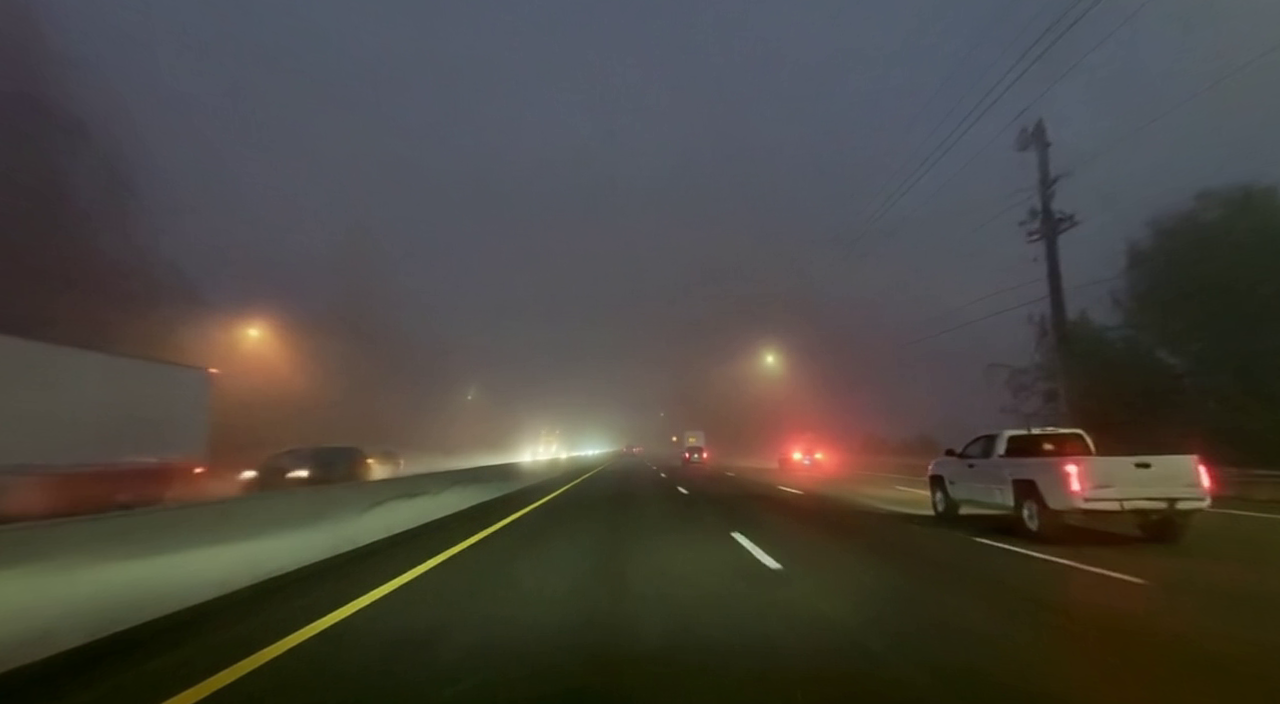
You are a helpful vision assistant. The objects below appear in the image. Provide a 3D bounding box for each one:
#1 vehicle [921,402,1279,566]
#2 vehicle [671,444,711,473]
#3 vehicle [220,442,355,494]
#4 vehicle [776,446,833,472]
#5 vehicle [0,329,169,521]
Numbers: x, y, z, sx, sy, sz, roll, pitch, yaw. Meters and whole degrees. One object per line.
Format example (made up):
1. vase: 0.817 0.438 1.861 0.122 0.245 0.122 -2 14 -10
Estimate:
1. vehicle: 6.853 1.917 10.008 2.244 1.858 5.414 0 -9 -1
2. vehicle: 3.036 6.447 38.471 2.018 1.600 4.121 0 -9 -2
3. vehicle: -11.797 3.893 21.593 1.983 1.581 4.625 0 -9 -1
4. vehicle: 10.060 6.594 39.138 1.987 1.502 5.130 0 -9 -2
5. vehicle: -15.325 1.040 10.083 3.035 4.124 16.807 0 -9 -1
